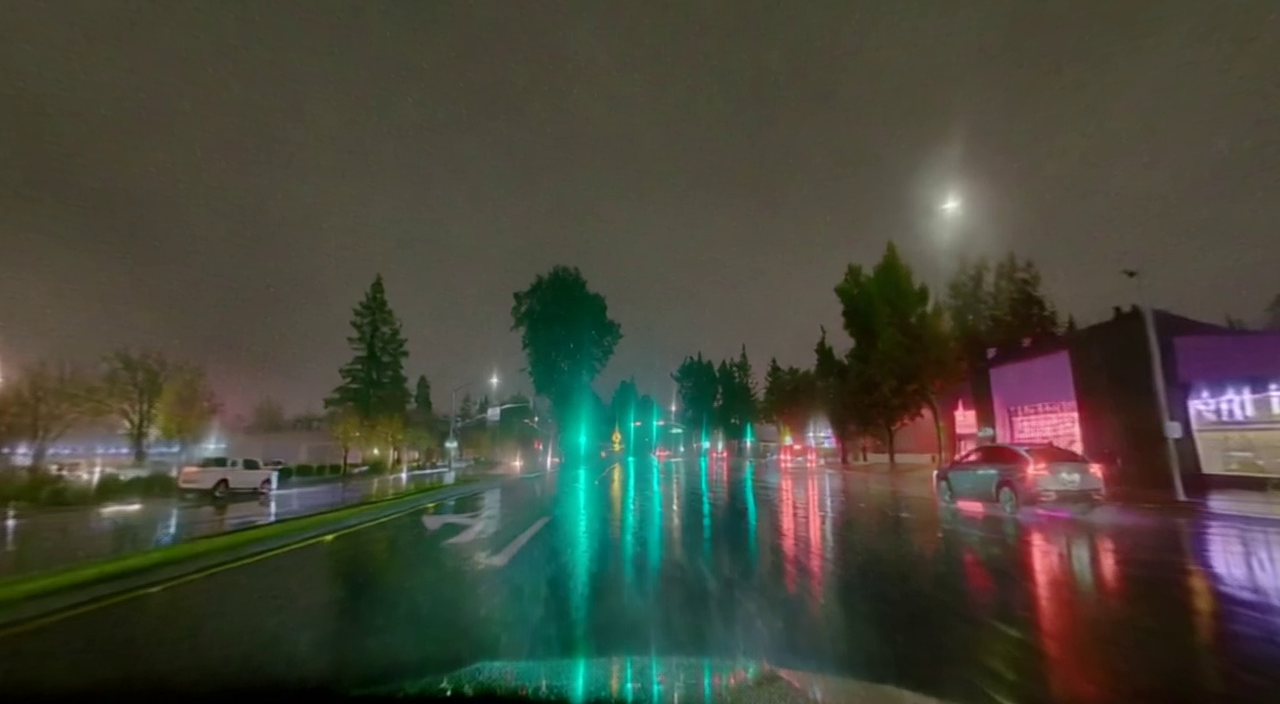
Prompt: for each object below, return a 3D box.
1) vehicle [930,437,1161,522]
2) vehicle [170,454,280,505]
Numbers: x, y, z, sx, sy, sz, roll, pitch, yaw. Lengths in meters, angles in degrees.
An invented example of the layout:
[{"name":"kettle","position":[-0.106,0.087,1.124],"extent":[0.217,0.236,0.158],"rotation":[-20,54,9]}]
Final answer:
[{"name":"vehicle","position":[8.074,2.550,13.211],"extent":[1.936,1.460,4.258],"rotation":[0,-8,-1]},{"name":"vehicle","position":[-14.420,4.340,21.872],"extent":[4.523,1.494,1.857],"rotation":[-7,-11,40]}]
